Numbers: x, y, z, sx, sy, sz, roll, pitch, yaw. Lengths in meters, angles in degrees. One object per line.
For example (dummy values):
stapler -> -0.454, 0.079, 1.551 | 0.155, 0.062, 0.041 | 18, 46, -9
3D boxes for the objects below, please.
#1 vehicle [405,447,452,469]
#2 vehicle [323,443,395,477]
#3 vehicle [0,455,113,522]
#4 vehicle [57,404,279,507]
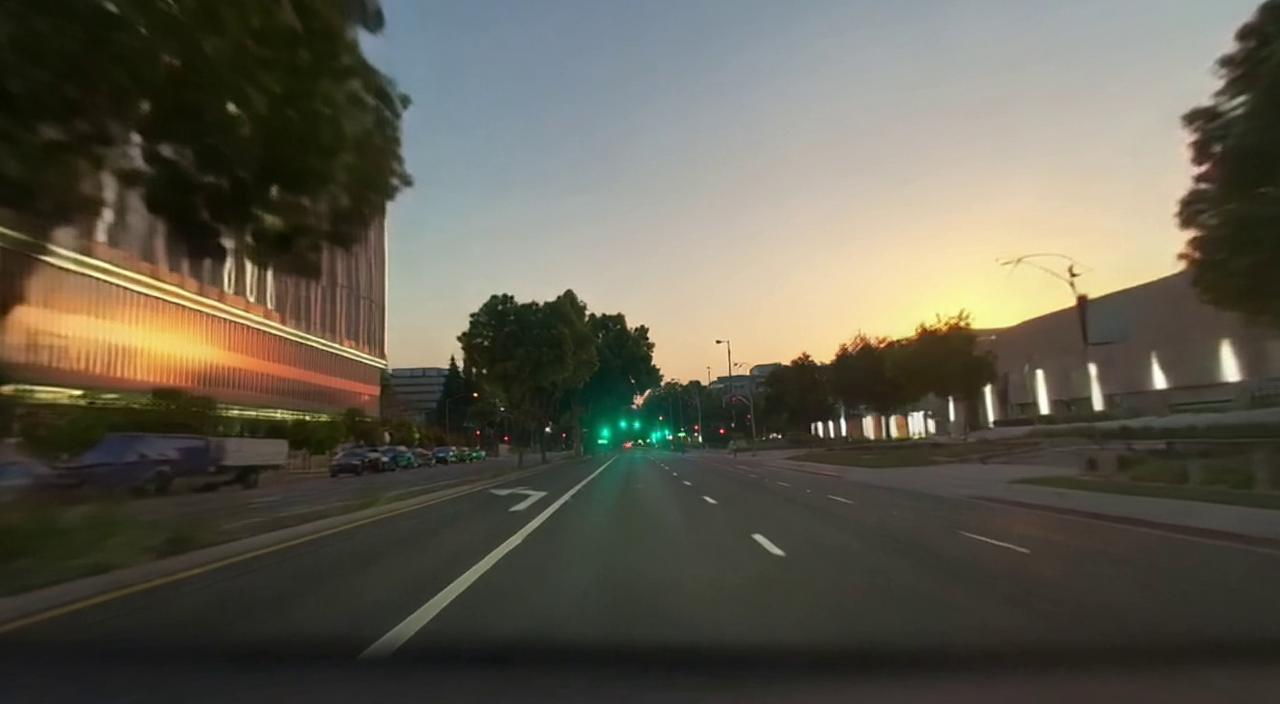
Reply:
vehicle -> -15.519, 7.775, 46.559 | 1.776, 1.468, 5.089 | 0, -8, -1
vehicle -> -15.601, 6.006, 35.374 | 1.950, 1.749, 5.006 | 0, -8, -3
vehicle -> -15.510, 3.198, 14.886 | 1.929, 1.471, 4.919 | 0, -8, 0
vehicle -> -15.426, 3.468, 21.487 | 2.335, 2.896, 6.785 | -1, -9, -1
